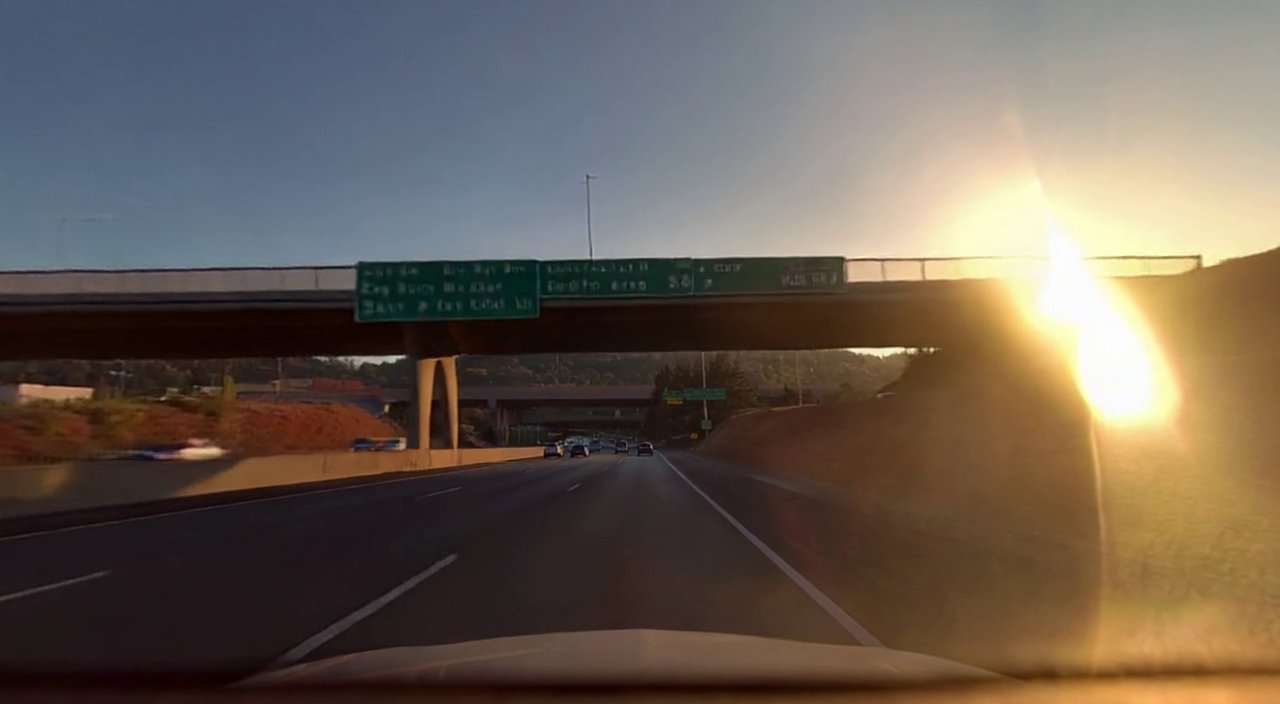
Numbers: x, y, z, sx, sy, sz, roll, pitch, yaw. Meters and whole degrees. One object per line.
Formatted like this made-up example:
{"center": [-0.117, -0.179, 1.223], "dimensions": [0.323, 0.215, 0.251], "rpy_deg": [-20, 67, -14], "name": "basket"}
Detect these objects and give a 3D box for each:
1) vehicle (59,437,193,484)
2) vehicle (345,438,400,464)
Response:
{"center": [-16.697, 3.521, 20.710], "dimensions": [1.529, 1.390, 3.336], "rpy_deg": [0, -8, 1], "name": "vehicle"}
{"center": [-16.180, 6.010, 38.331], "dimensions": [1.716, 1.450, 3.496], "rpy_deg": [0, -8, 1], "name": "vehicle"}
